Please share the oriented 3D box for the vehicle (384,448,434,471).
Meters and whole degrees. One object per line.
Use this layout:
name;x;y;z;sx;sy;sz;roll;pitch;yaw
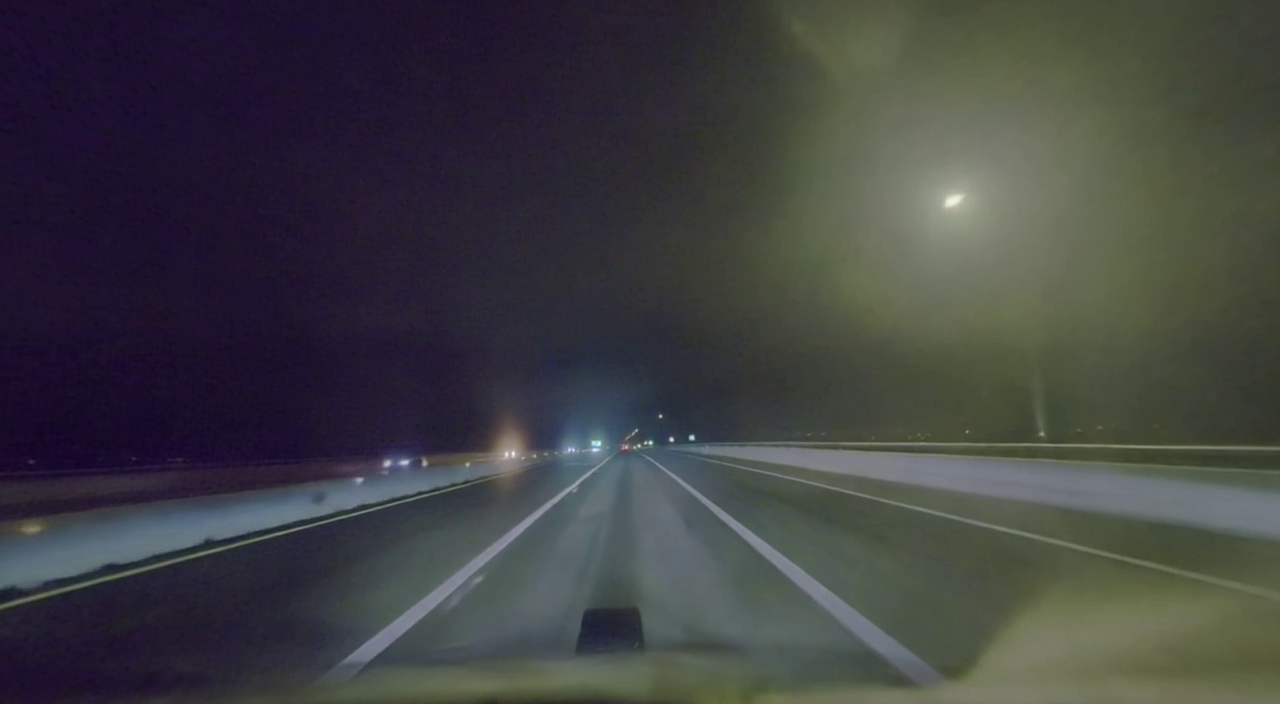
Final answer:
vehicle;-16.212;7.543;44.322;1.883;1.510;4.040;0;-8;1
